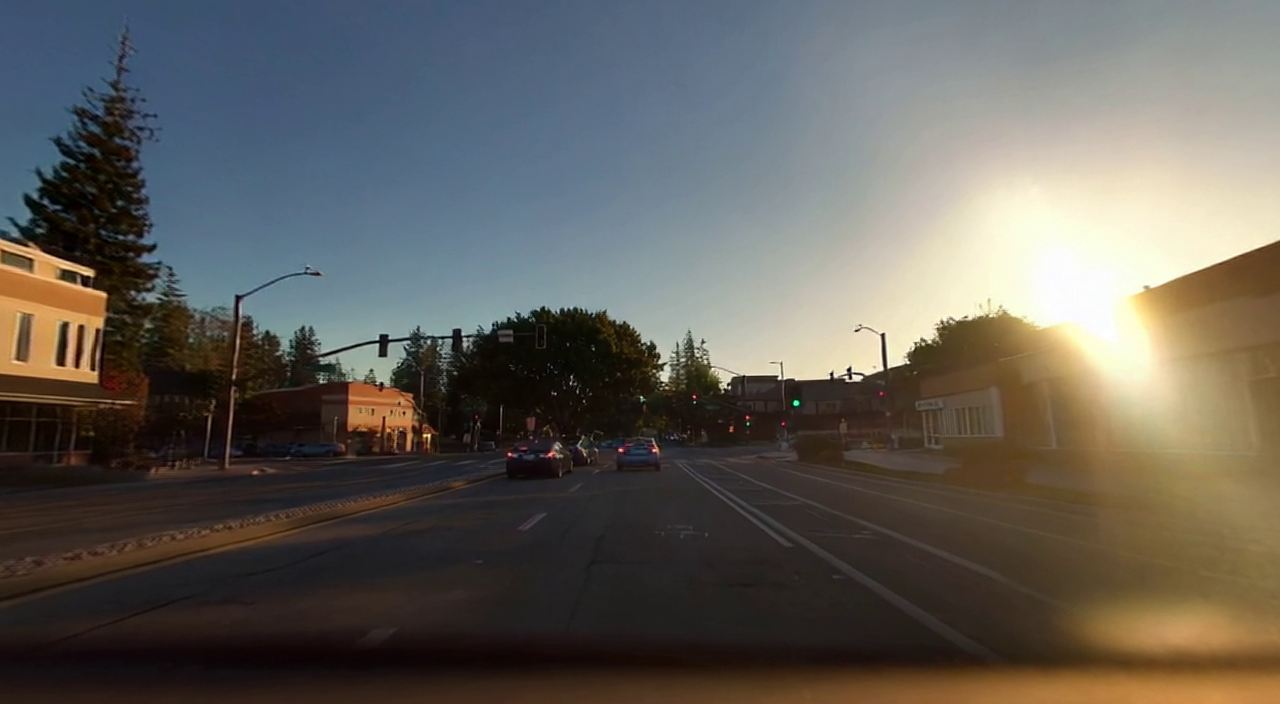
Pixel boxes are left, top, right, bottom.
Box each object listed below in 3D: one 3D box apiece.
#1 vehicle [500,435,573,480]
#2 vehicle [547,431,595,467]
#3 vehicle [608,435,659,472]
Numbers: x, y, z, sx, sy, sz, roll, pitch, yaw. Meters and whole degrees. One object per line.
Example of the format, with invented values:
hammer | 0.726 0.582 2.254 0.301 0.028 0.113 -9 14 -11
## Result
vehicle | -3.722 3.877 23.430 1.942 1.497 4.561 0 -8 0
vehicle | -3.614 5.207 33.907 2.029 1.752 4.420 0 -8 0
vehicle | -0.286 4.424 27.623 2.066 1.482 3.923 0 -8 0
